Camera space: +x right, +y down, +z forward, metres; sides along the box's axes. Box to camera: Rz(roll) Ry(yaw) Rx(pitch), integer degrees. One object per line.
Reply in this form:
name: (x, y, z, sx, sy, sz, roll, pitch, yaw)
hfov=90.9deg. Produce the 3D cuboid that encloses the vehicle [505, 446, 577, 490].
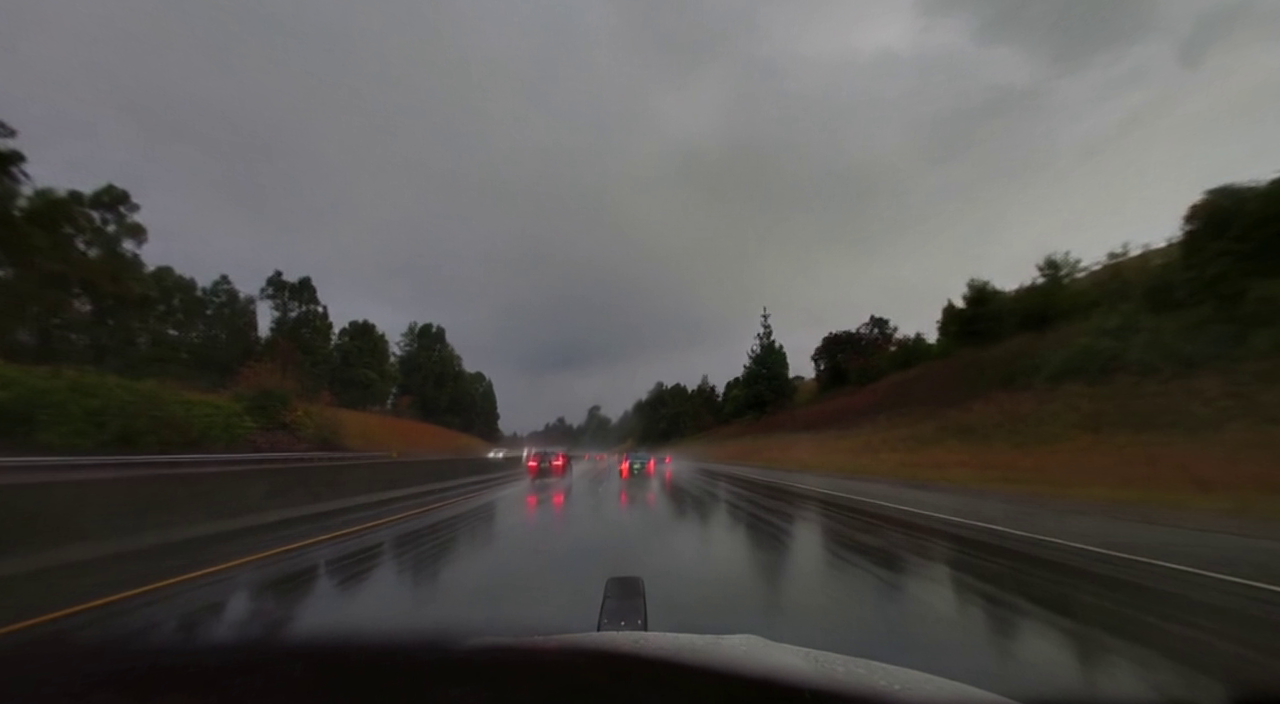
vehicle: (-3.897, 4.655, 25.592, 2.153, 1.581, 4.375, 0, -9, 0)

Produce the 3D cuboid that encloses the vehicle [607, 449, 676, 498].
vehicle: (0.017, 3.857, 20.469, 2.023, 1.400, 4.028, 0, -9, -1)
